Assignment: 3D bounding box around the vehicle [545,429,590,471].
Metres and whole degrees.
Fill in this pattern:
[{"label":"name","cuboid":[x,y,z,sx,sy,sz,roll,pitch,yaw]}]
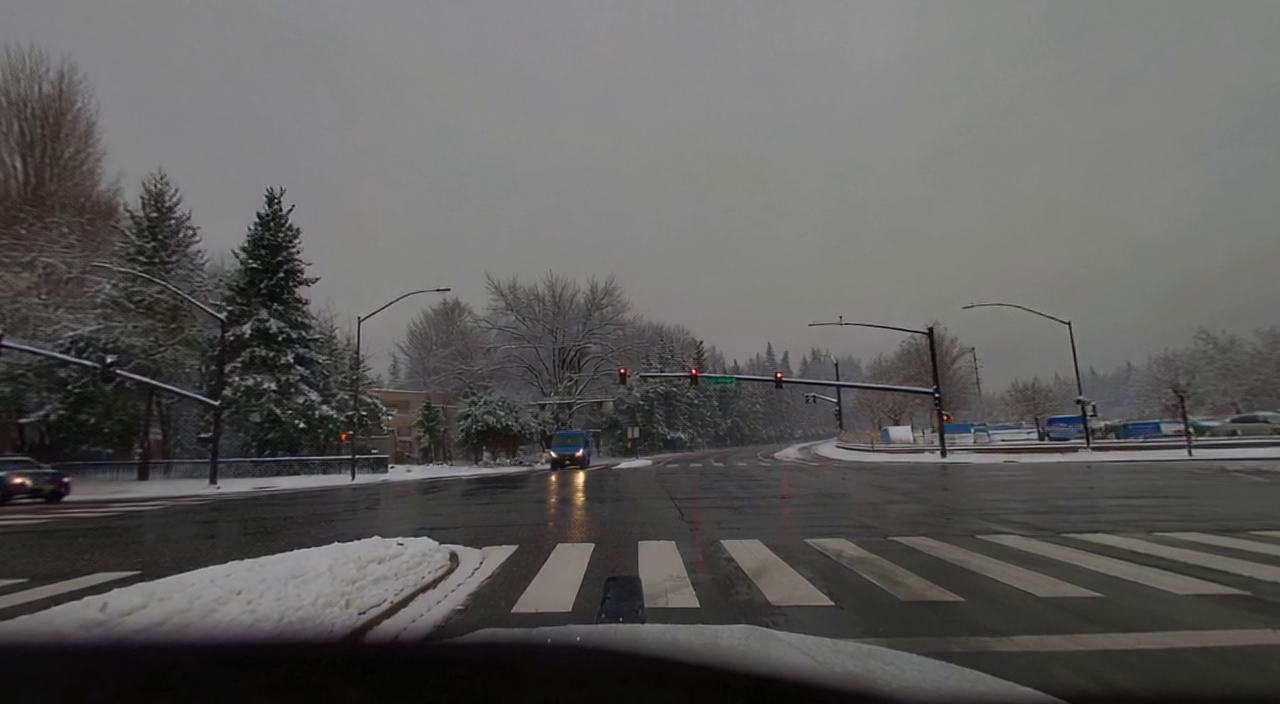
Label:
[{"label":"vehicle","cuboid":[-4.425,6.100,39.493,2.465,2.404,5.791,0,-8,-3]}]
